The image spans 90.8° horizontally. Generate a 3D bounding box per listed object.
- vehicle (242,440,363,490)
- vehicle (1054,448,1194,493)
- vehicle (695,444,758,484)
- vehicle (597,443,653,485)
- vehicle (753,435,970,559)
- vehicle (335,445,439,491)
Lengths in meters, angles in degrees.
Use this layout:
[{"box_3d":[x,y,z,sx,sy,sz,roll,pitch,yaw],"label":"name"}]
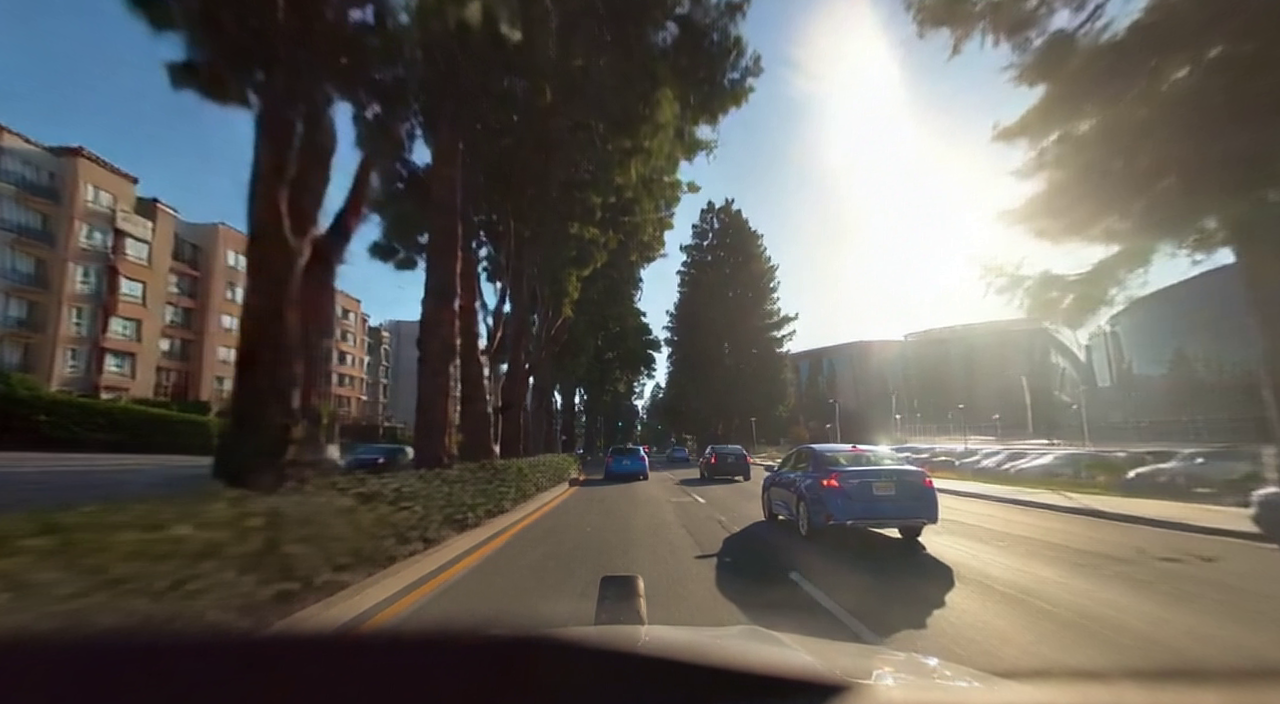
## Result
[{"box_3d":[-12.412,4.177,23.651,2.021,1.676,4.547,0,-9,-1],"label":"vehicle"},{"box_3d":[17.502,4.240,22.879,4.113,1.492,2.063,3,-9,-21],"label":"vehicle"},{"box_3d":[3.403,4.502,25.635,1.908,1.453,4.230,0,-9,-1],"label":"vehicle"},{"box_3d":[-0.541,4.304,24.549,1.994,1.479,3.647,0,-9,0],"label":"vehicle"},{"box_3d":[3.053,2.065,9.676,1.852,1.498,3.825,0,-9,-1],"label":"vehicle"},{"box_3d":[-9.038,4.171,23.034,1.943,1.483,4.439,0,-9,0],"label":"vehicle"}]
